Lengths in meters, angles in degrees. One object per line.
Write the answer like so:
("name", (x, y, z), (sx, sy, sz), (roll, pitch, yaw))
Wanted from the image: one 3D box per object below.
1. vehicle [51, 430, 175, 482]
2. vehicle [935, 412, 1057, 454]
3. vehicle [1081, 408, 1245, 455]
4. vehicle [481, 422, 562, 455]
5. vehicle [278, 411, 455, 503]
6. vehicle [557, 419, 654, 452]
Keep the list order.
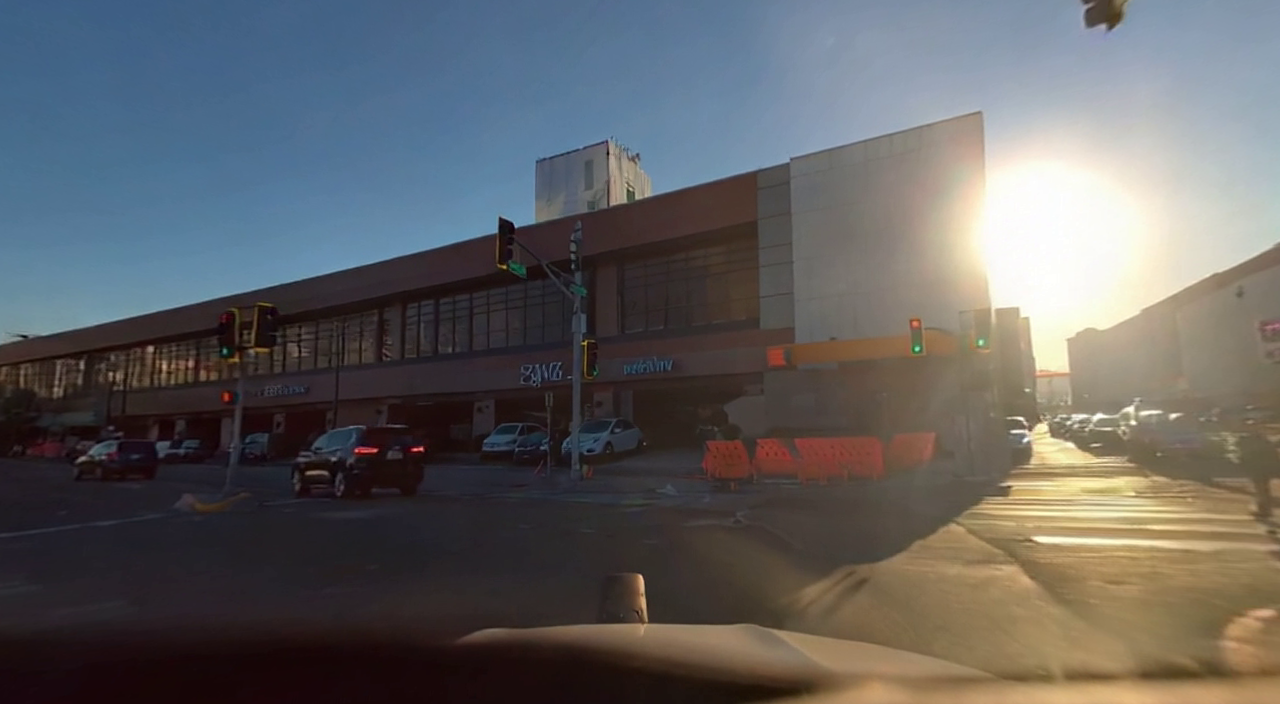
("vehicle", (-21.736, 4.236, 25.996), (5.548, 1.911, 2.206), (-6, -10, 32))
("vehicle", (15.349, 3.562, 27.500), (4.382, 1.688, 1.937), (-4, -9, 26))
("vehicle", (20.320, 3.174, 24.865), (4.550, 1.704, 1.922), (-5, -9, 28))
("vehicle", (-7.247, 5.321, 38.661), (4.593, 1.856, 2.090), (-5, -9, 29))
("vehicle", (-6.842, 2.522, 15.498), (2.256, 1.859, 5.118), (8, -11, -43))
("vehicle", (-1.995, 4.743, 35.911), (5.080, 1.766, 2.272), (-5, -8, 30))
